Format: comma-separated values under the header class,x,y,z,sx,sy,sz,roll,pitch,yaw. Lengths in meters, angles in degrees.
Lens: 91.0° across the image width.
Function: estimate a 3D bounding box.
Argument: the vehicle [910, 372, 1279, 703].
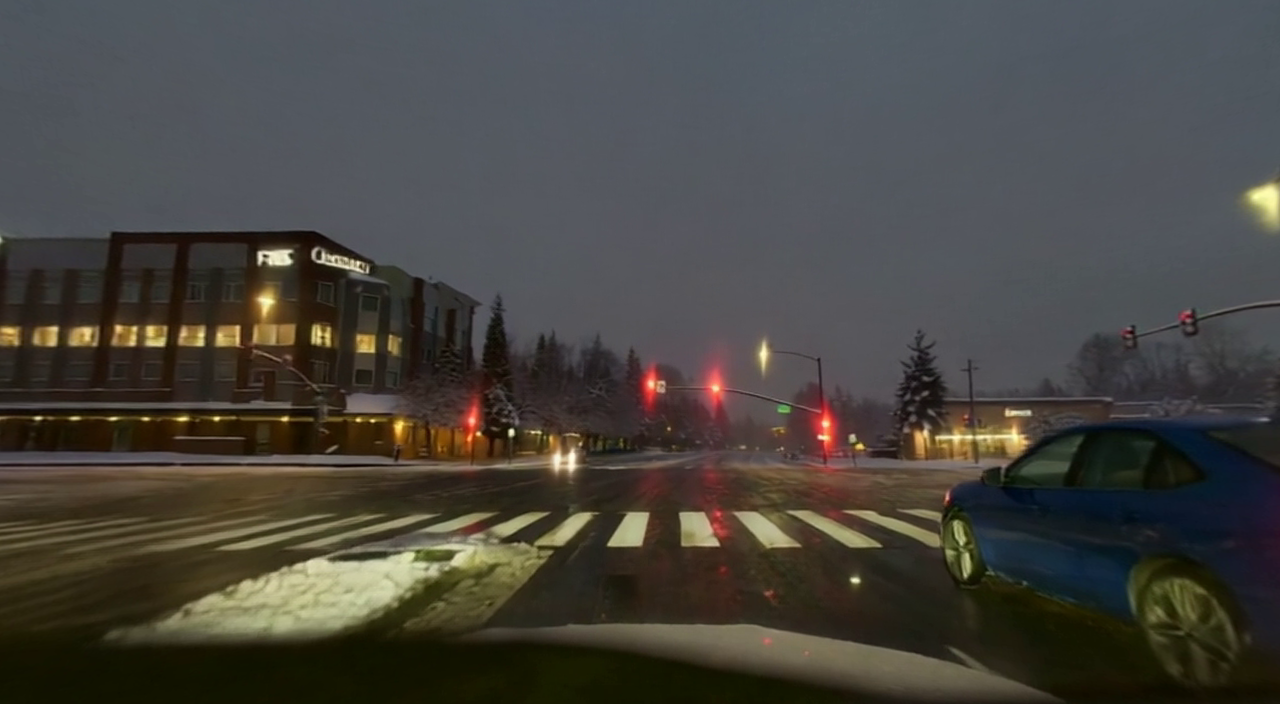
class,x,y,z,sx,sy,sz,roll,pitch,yaw
vehicle,3.711,1.143,4.226,2.067,1.625,4.073,-1,-8,2
